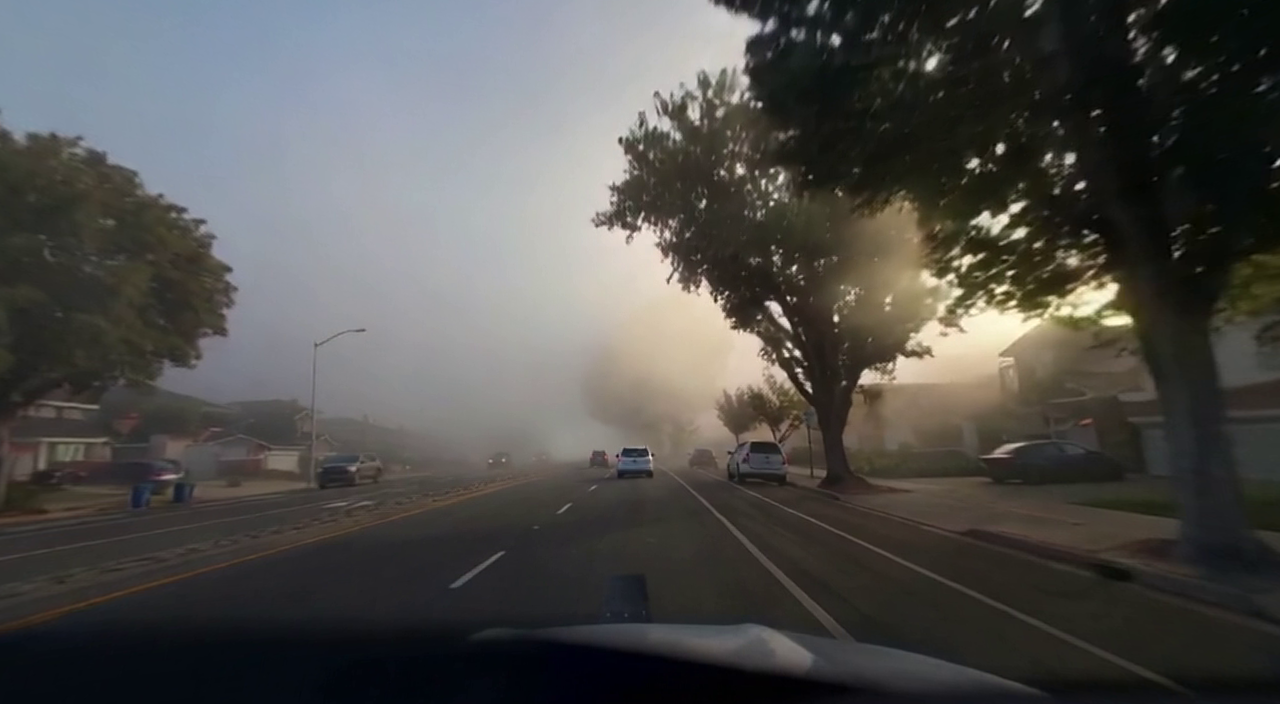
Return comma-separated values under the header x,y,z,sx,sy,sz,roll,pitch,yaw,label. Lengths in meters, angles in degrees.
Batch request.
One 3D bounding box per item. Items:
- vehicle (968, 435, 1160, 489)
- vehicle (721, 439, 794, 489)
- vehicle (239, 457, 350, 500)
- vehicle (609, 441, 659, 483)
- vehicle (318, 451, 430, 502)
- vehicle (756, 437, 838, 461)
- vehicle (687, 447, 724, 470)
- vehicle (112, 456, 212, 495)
x,y,z,sx,sy,sz,roll,pitch,yaw,label
12.369,3.214,18.611,4.297,1.478,1.866,0,-8,0,vehicle
4.309,4.142,23.683,1.992,1.695,4.101,0,-8,1,vehicle
-14.479,5.310,26.779,2.138,1.484,4.604,-2,-8,0,vehicle
-0.248,4.795,27.855,2.024,1.655,4.301,0,-8,0,vehicle
-8.913,4.162,21.585,2.063,1.493,4.447,0,-8,-3,vehicle
11.842,7.371,47.773,5.538,1.703,2.286,-1,-9,-1,vehicle
4.613,7.507,44.780,2.020,1.518,4.255,0,-8,-2,vehicle
-25.342,6.532,33.619,1.786,1.444,4.545,-4,-6,2,vehicle
